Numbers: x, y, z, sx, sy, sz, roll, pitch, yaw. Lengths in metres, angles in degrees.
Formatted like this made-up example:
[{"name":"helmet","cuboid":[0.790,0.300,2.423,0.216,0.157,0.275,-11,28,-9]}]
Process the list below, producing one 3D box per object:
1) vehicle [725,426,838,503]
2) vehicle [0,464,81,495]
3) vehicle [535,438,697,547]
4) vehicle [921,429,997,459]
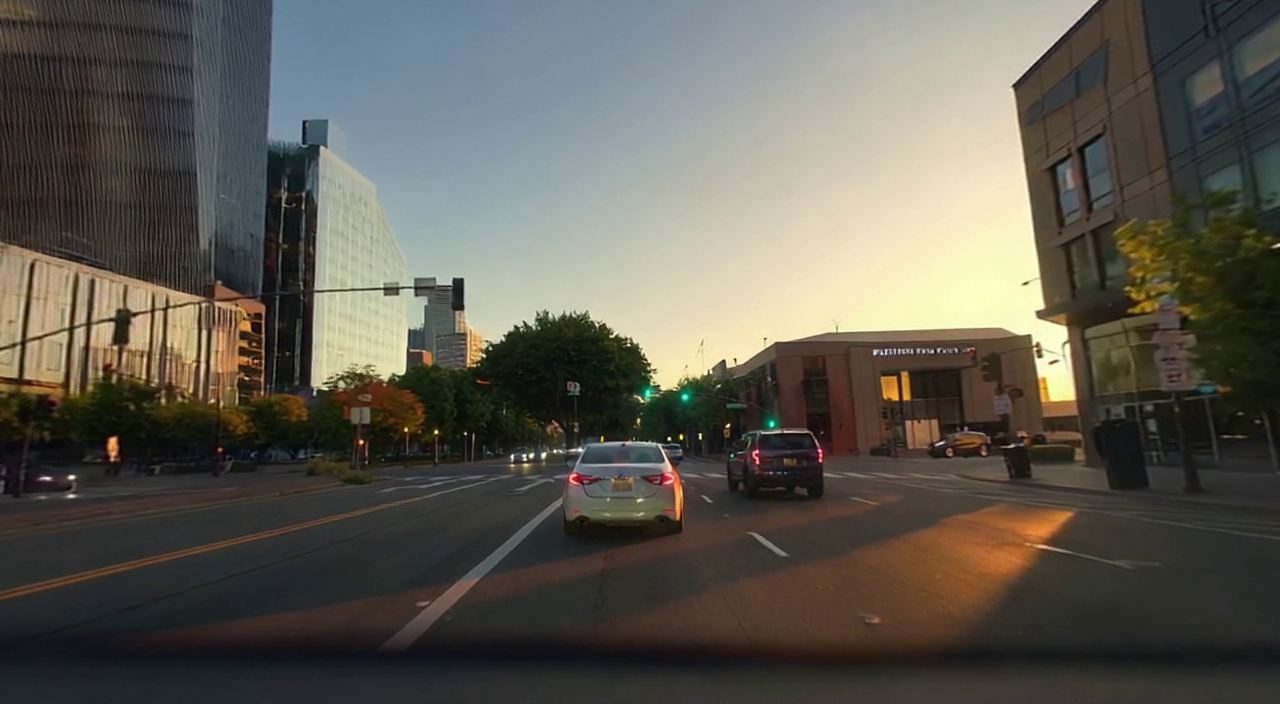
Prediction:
[{"name":"vehicle","cuboid":[3.645,2.954,17.138,2.078,1.799,4.089,1,-7,-1]},{"name":"vehicle","cuboid":[-34.826,7.165,35.542,4.470,1.556,2.231,0,-8,-3]},{"name":"vehicle","cuboid":[-0.352,2.142,10.419,2.144,1.398,3.963,1,-7,-1]},{"name":"vehicle","cuboid":[24.265,7.032,48.172,4.384,2.000,2.345,1,-14,-4]}]
